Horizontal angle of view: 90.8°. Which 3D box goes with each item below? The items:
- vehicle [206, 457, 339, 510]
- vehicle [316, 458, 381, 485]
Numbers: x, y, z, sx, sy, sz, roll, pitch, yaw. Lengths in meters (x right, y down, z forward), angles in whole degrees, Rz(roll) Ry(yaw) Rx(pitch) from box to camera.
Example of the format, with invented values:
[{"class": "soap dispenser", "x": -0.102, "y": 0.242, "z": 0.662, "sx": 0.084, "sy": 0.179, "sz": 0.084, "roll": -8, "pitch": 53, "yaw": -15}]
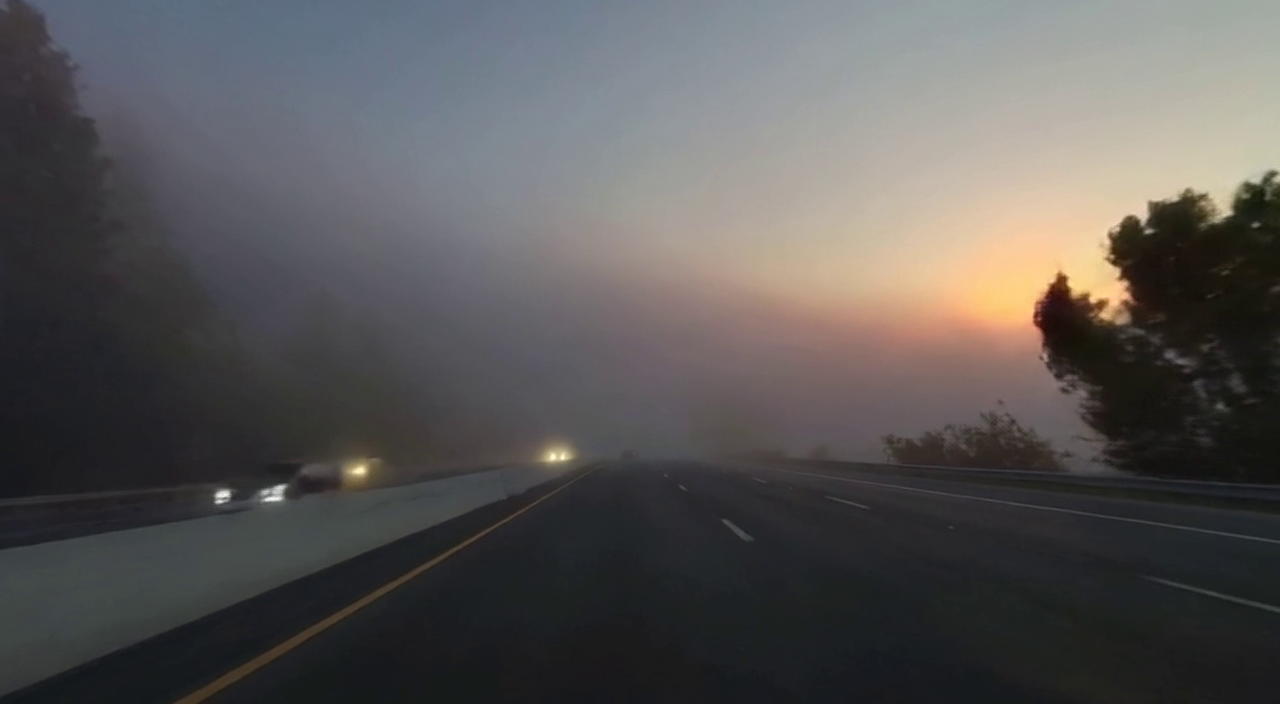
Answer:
[{"class": "vehicle", "x": -12.448, "y": 4.441, "z": 21.813, "sx": 1.867, "sy": 1.534, "sz": 4.679, "roll": 0, "pitch": -9, "yaw": -1}, {"class": "vehicle", "x": -17.845, "y": 7.327, "z": 38.841, "sx": 1.894, "sy": 1.475, "sz": 4.484, "roll": 0, "pitch": -9, "yaw": -1}]
